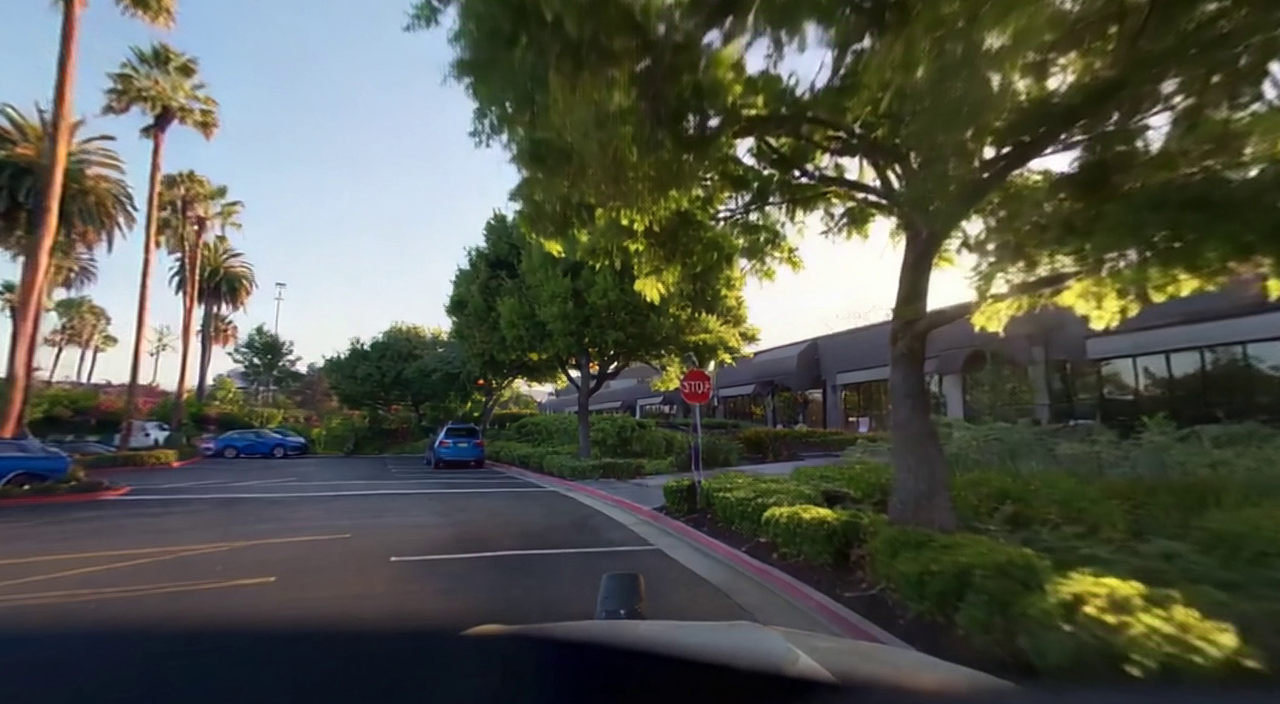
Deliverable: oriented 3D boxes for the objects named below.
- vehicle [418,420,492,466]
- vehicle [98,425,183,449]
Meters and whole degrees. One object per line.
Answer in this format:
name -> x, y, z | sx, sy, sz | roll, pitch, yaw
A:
vehicle -> -7.760, 3.790, 26.280 | 2.071, 1.700, 4.367 | 4, -10, -27
vehicle -> -34.924, 5.983, 44.214 | 4.457, 1.552, 1.748 | 7, -11, -40
